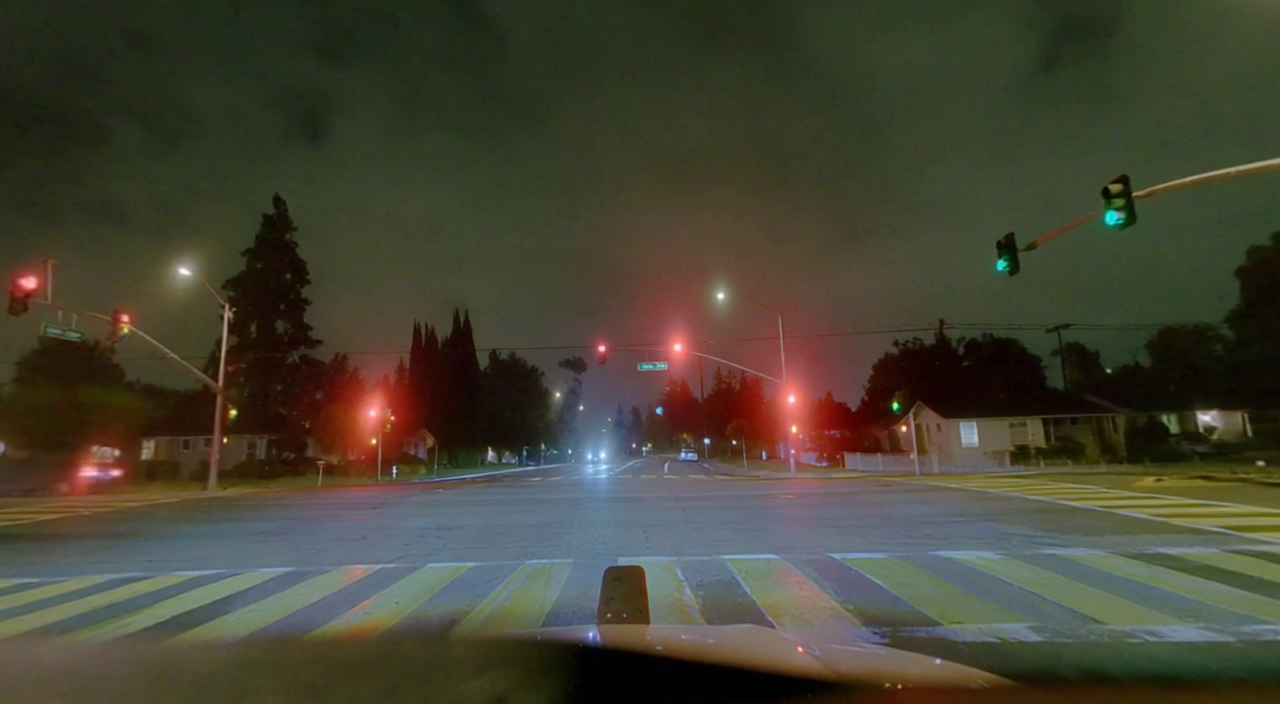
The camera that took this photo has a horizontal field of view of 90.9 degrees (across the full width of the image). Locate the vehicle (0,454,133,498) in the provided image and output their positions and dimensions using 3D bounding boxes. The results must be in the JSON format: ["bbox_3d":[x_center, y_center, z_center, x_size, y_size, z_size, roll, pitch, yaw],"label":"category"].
[{"bbox_3d":[-21.377,4.433,22.745,4.562,1.460,1.822,0,-8,0],"label":"vehicle"}]
